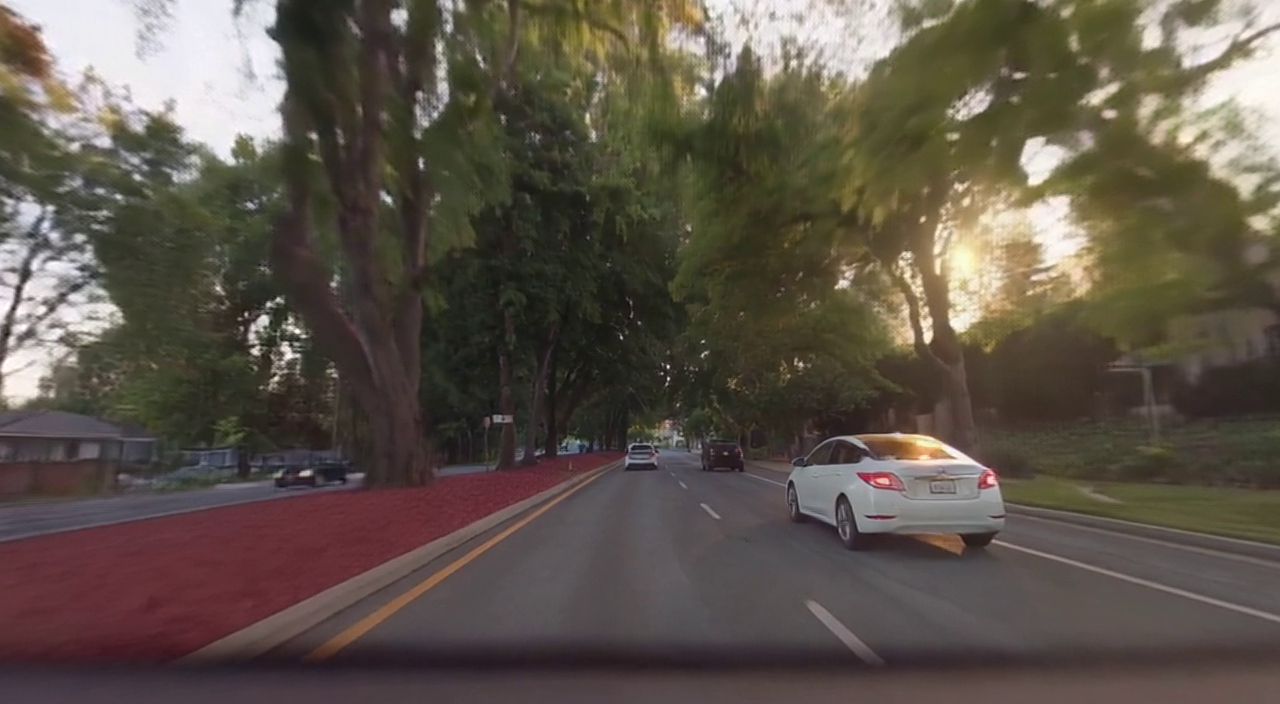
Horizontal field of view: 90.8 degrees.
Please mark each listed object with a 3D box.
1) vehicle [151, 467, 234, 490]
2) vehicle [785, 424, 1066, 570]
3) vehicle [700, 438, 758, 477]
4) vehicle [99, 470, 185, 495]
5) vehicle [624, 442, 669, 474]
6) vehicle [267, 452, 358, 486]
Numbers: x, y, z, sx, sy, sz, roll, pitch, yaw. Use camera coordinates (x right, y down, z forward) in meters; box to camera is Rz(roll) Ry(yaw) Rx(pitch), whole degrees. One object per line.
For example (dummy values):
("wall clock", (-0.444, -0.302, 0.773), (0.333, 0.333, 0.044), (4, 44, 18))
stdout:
("vehicle", (-31.512, 8.898, 44.561), (4.432, 1.535, 1.866), (0, -9, 3))
("vehicle", (3.516, 1.862, 8.838), (1.985, 1.529, 4.147), (0, -9, 0))
("vehicle", (4.014, 4.855, 29.326), (2.074, 1.652, 4.340), (0, -9, 0))
("vehicle", (-30.945, 8.110, 39.322), (3.757, 1.391, 2.001), (-2, -9, 3))
("vehicle", (0.321, 5.179, 31.017), (2.082, 1.473, 4.028), (0, -9, 1))
("vehicle", (-15.229, 5.449, 29.699), (1.843, 1.453, 4.425), (0, -9, 1))
